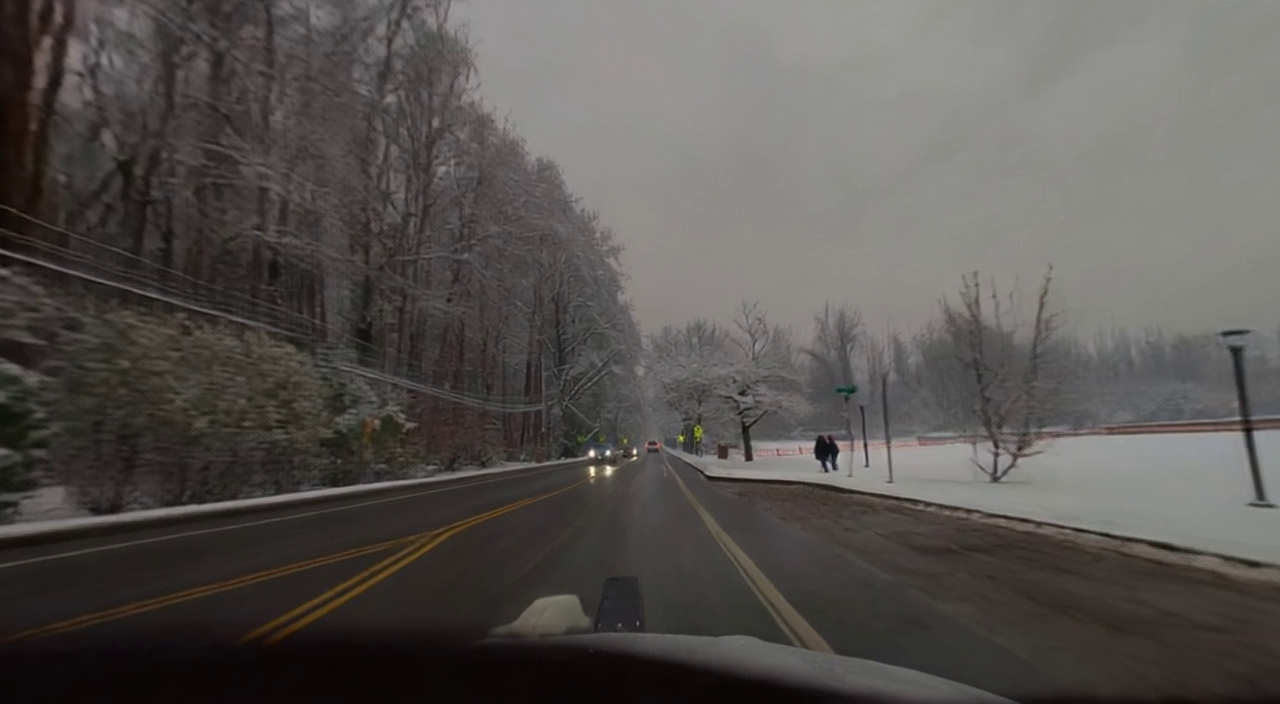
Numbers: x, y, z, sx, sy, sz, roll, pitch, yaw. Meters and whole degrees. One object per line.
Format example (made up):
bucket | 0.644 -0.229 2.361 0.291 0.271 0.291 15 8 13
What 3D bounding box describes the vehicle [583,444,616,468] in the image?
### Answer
vehicle | -2.909 7.562 46.239 1.898 1.606 3.927 -1 -8 3
